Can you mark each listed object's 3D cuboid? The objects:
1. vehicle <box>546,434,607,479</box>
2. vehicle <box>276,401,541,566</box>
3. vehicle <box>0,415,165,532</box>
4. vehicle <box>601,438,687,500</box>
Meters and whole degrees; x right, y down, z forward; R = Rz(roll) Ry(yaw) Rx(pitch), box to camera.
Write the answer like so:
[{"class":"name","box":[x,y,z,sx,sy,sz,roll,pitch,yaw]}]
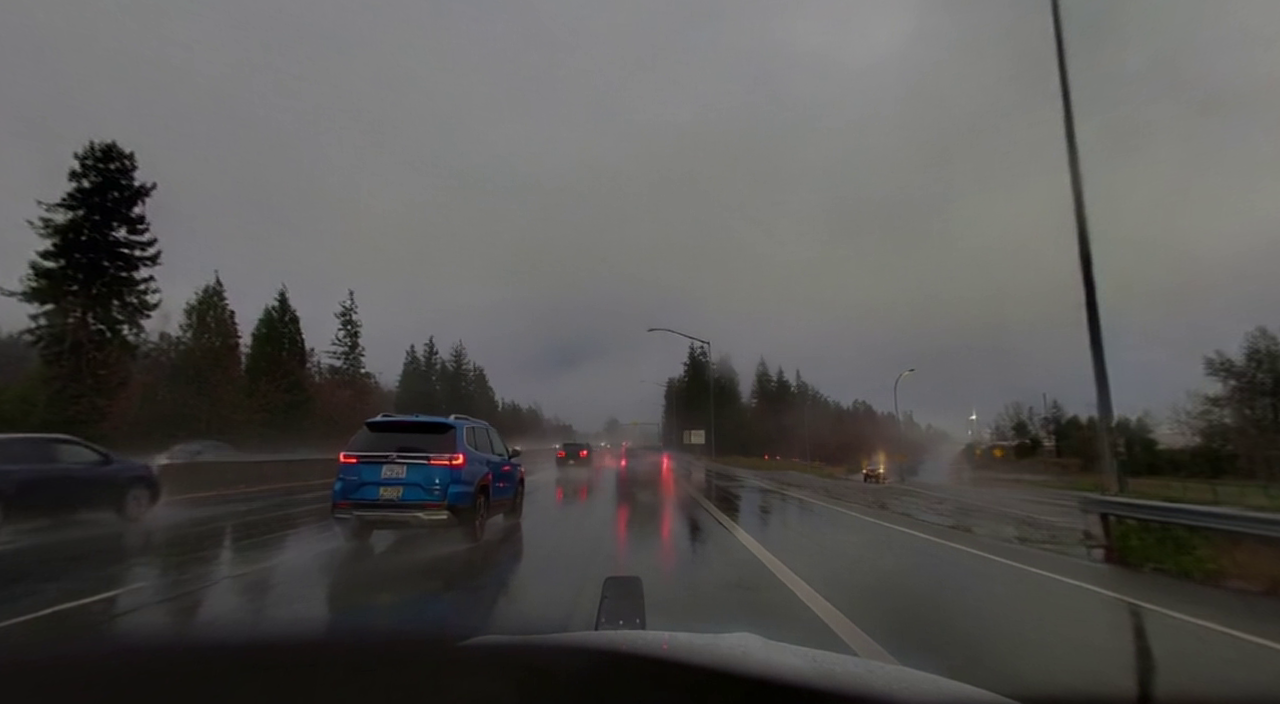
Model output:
[{"class":"vehicle","box":[-2.653,4.528,27.466,2.125,1.771,4.721,0,-9,1]},{"class":"vehicle","box":[-2.883,1.754,9.053,2.123,1.798,4.108,0,-9,2]},{"class":"vehicle","box":[-10.699,1.966,10.338,2.011,1.751,4.712,0,-9,1]},{"class":"vehicle","box":[0.069,3.154,17.303,2.068,1.488,4.045,0,-9,-1]}]
